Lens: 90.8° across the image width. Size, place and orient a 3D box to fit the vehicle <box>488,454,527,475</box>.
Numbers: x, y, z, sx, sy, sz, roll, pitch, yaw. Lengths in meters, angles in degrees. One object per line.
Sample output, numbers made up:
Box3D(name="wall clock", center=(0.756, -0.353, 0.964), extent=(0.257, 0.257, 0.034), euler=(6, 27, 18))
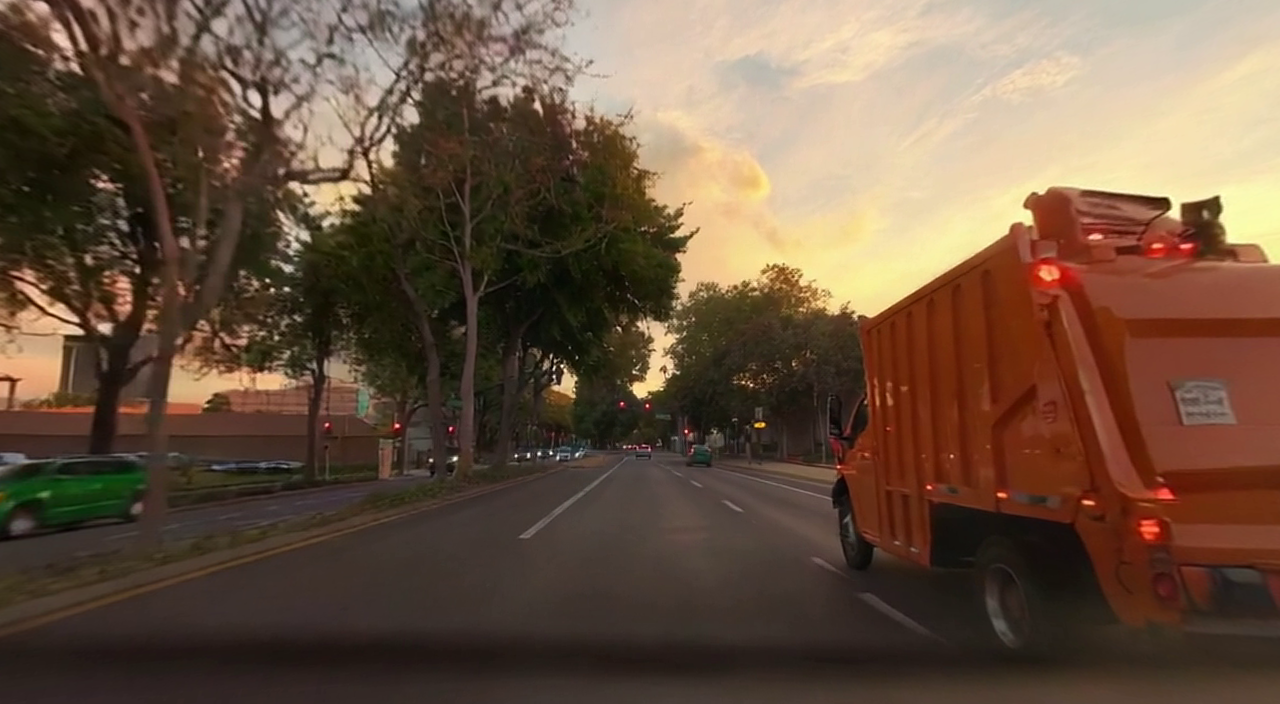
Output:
Box3D(name="vehicle", center=(-9.521, 8.129, 45.730), extent=(1.849, 1.391, 4.045), euler=(0, -9, 1))

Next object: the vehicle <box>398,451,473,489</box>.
Box3D(name="vehicle", center=(-10.089, 5.837, 31.617), extent=(2.152, 1.748, 4.577), euler=(0, -9, 1))

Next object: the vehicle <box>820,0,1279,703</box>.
Box3D(name="vehicle", center=(3.627, 0.357, 4.071), extent=(2.867, 3.402, 7.137), euler=(0, -9, 1))

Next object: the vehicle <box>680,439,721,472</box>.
Box3D(name="vehicle", center=(3.786, 6.611, 40.517), extent=(2.099, 1.936, 4.575), euler=(0, -9, -1))

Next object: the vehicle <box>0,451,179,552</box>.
Box3D(name="vehicle", center=(-13.719, 3.337, 14.894), extent=(2.140, 1.961, 4.641), euler=(0, -9, 0))
